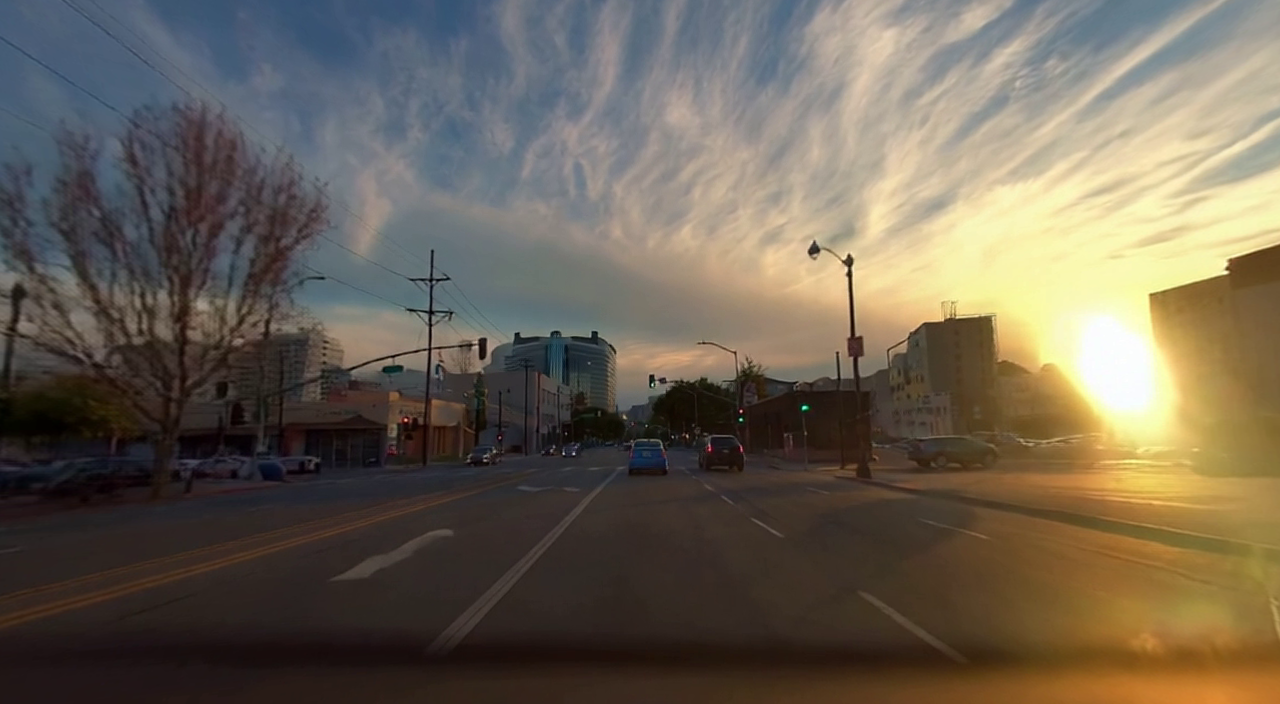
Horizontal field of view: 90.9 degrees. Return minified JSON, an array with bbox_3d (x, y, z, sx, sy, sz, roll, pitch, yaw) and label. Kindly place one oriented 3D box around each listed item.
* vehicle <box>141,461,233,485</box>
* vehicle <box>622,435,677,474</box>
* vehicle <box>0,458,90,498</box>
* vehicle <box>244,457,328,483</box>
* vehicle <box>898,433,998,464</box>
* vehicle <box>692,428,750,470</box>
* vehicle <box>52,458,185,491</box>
[{"bbox_3d":[-30.166,8.037,42.063,4.452,1.517,2.095,0,-9,2],"label":"vehicle"},{"bbox_3d":[0.350,4.504,27.891,2.245,1.587,4.094,0,-9,-1],"label":"vehicle"},{"bbox_3d":[-31.154,6.410,31.963,2.028,1.656,5.029,-7,-8,1],"label":"vehicle"},{"bbox_3d":[-23.684,7.894,42.244,4.404,1.618,1.968,0,-9,1],"label":"vehicle"},{"bbox_3d":[17.349,5.435,35.627,4.556,1.693,2.030,0,-8,-1],"label":"vehicle"},{"bbox_3d":[3.908,4.815,31.388,2.159,1.938,4.836,0,-9,-1],"label":"vehicle"},{"bbox_3d":[-25.783,6.043,31.317,4.499,1.503,2.151,1,-9,-6],"label":"vehicle"}]
